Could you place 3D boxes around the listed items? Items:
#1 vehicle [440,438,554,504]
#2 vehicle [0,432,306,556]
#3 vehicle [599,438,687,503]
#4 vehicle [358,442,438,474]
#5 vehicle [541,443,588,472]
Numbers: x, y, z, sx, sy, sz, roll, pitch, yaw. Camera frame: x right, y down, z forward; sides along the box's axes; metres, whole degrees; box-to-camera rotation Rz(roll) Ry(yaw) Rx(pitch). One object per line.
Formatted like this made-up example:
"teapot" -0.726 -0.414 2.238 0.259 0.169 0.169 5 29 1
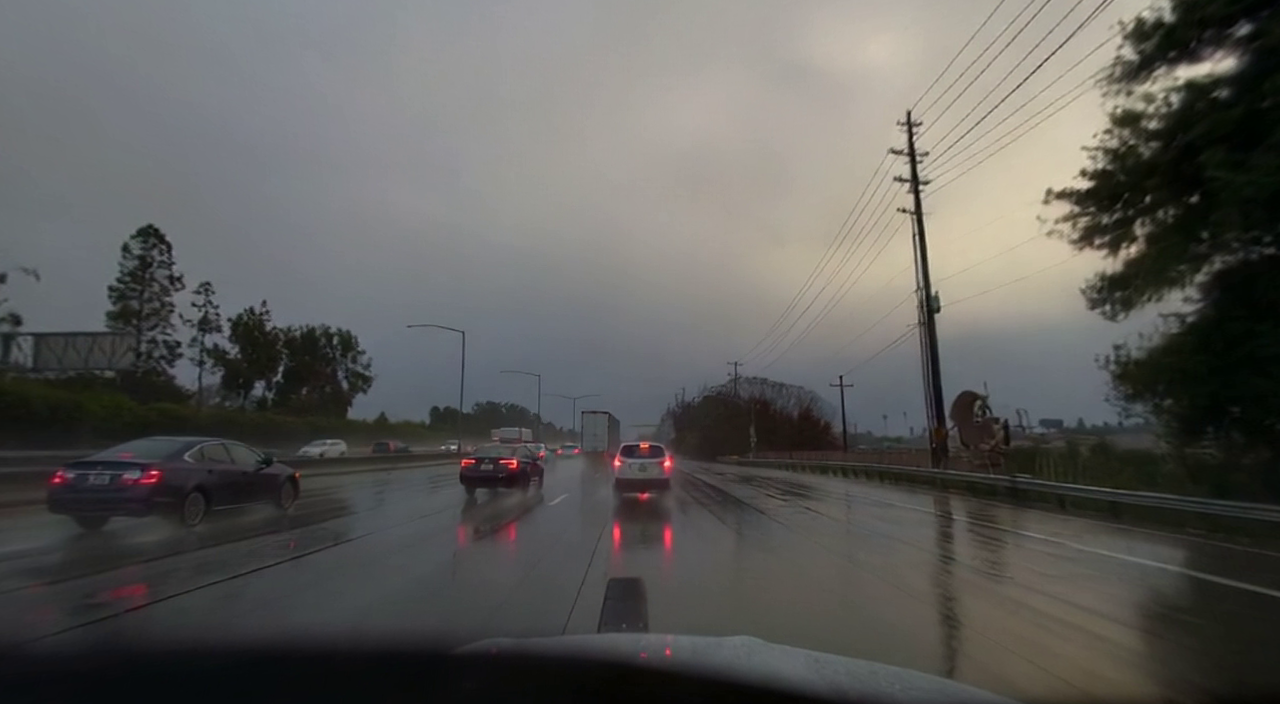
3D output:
"vehicle" -3.502 2.985 16.281 1.912 1.464 4.115 0 -9 1
"vehicle" -7.372 2.016 9.738 1.867 1.445 4.499 0 -9 1
"vehicle" 0.033 3.059 16.757 2.018 1.470 4.491 0 -9 -1
"vehicle" -12.100 5.321 31.912 2.089 1.500 4.780 0 -9 1
"vehicle" -3.932 5.568 33.494 2.013 1.437 3.801 0 -9 0
